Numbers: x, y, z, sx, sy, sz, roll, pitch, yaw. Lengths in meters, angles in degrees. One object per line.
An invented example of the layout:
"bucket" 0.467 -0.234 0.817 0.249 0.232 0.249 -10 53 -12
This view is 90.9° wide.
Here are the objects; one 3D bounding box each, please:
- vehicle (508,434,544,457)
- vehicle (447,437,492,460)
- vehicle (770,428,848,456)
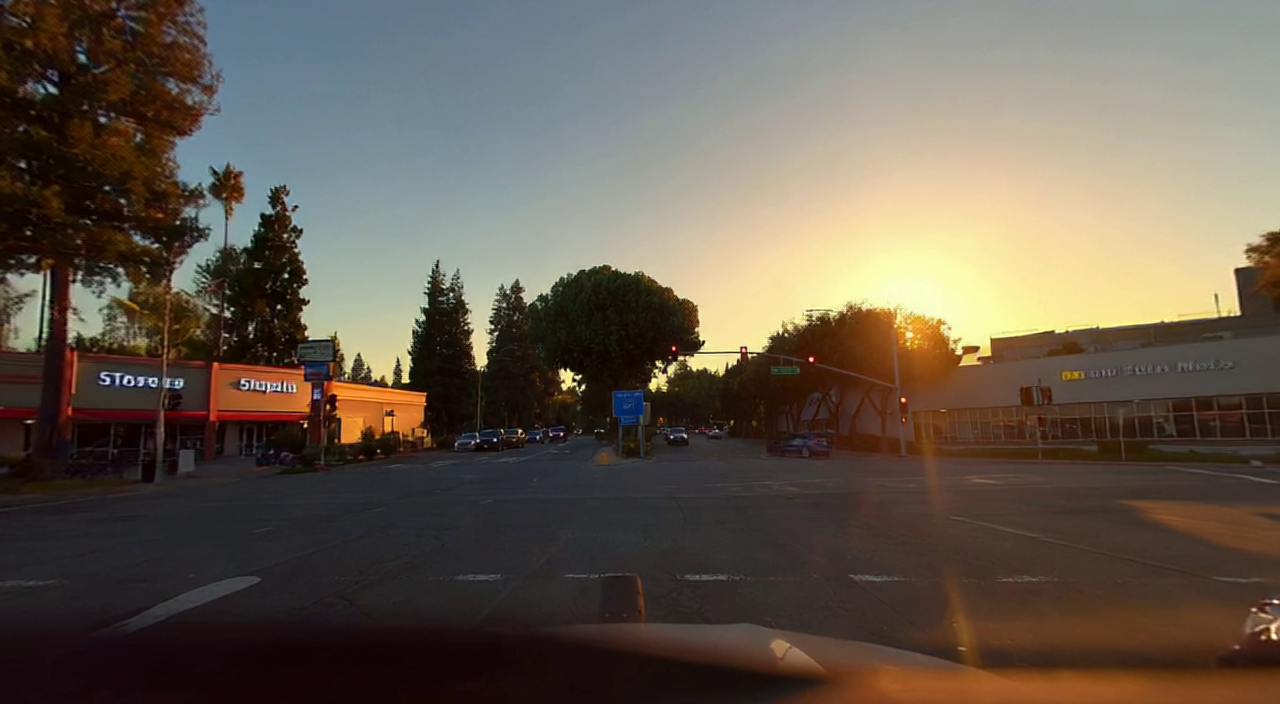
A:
"vehicle" -8.067 6.658 45.075 1.920 1.546 4.086 0 -9 -1
"vehicle" -11.765 6.685 43.898 2.111 1.499 4.371 0 -9 -3
"vehicle" 10.805 5.797 40.558 1.936 1.664 4.667 6 -10 -34
